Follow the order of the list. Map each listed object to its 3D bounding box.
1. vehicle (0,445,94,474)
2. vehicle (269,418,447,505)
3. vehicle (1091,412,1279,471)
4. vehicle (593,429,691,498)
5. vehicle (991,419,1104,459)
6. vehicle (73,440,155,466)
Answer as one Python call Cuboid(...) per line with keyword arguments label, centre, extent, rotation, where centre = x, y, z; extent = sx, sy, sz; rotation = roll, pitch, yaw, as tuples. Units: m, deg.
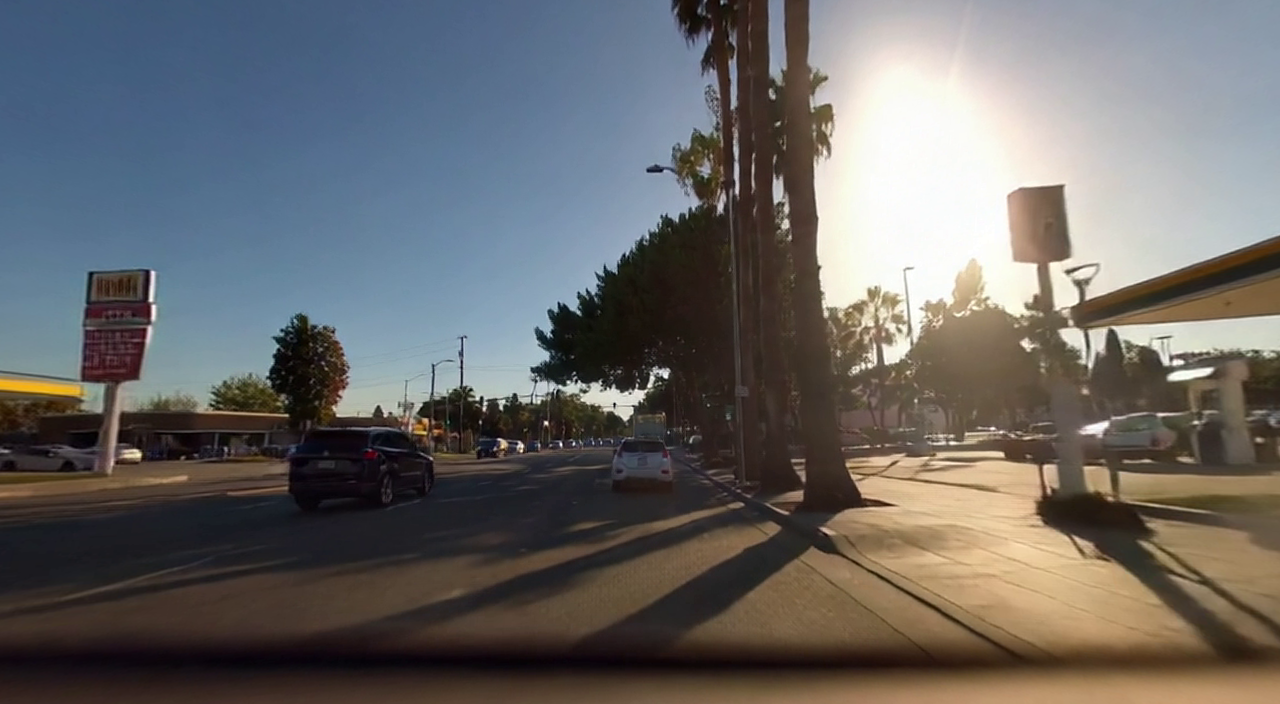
Cuboid(label="vehicle", centre=(-32.375, 5.742, 33.745), extent=(4.056, 1.453, 1.865), rotation=(4, -9, -26))
Cuboid(label="vehicle", centre=(-6.284, 2.498, 14.685), extent=(2.057, 1.705, 4.394), rotation=(0, -8, 1))
Cuboid(label="vehicle", centre=(17.075, 2.841, 19.965), extent=(2.009, 1.630, 4.436), rotation=(0, -8, -2))
Cuboid(label="vehicle", centre=(0.055, 2.787, 16.081), extent=(2.145, 1.483, 4.453), rotation=(0, -8, 0))
Cuboid(label="vehicle", centre=(16.726, 3.635, 26.106), extent=(1.902, 1.502, 4.395), rotation=(0, -9, 3))
Cuboid(label="vehicle", centre=(-35.502, 6.828, 42.526), extent=(1.888, 1.650, 4.369), rotation=(1, -8, -2))
